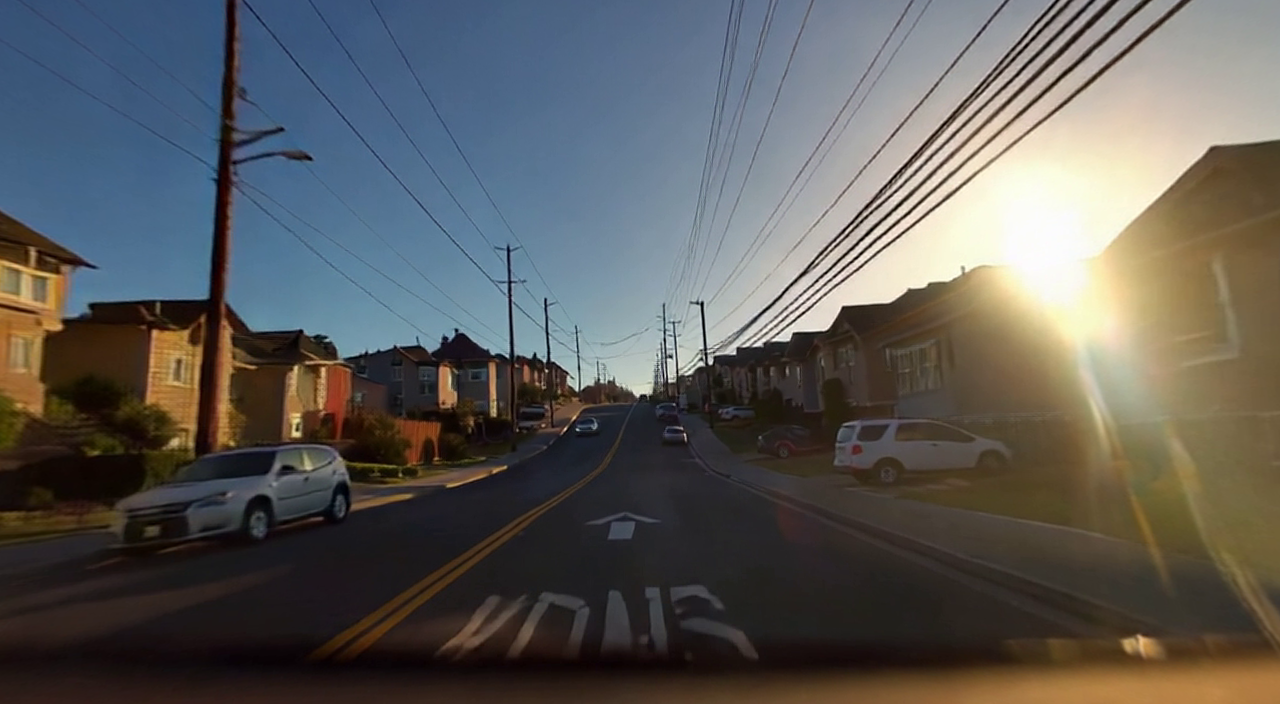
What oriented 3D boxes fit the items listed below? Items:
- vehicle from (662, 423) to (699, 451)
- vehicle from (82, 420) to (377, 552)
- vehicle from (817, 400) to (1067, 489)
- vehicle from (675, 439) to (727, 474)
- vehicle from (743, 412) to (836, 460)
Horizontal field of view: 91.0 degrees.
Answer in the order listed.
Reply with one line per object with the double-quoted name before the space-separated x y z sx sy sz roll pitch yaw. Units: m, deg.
"vehicle" 2.764 6.008 44.222 2.211 1.860 4.813 0 -8 -1
"vehicle" -6.718 2.361 11.133 2.156 1.764 4.410 -2 -12 1
"vehicle" 7.901 2.482 16.970 5.512 1.846 2.115 -4 -8 1
"vehicle" 2.749 4.818 29.298 2.063 1.503 4.415 0 -8 2
"vehicle" 7.890 4.496 33.529 4.286 2.044 1.913 -5 -9 -1
